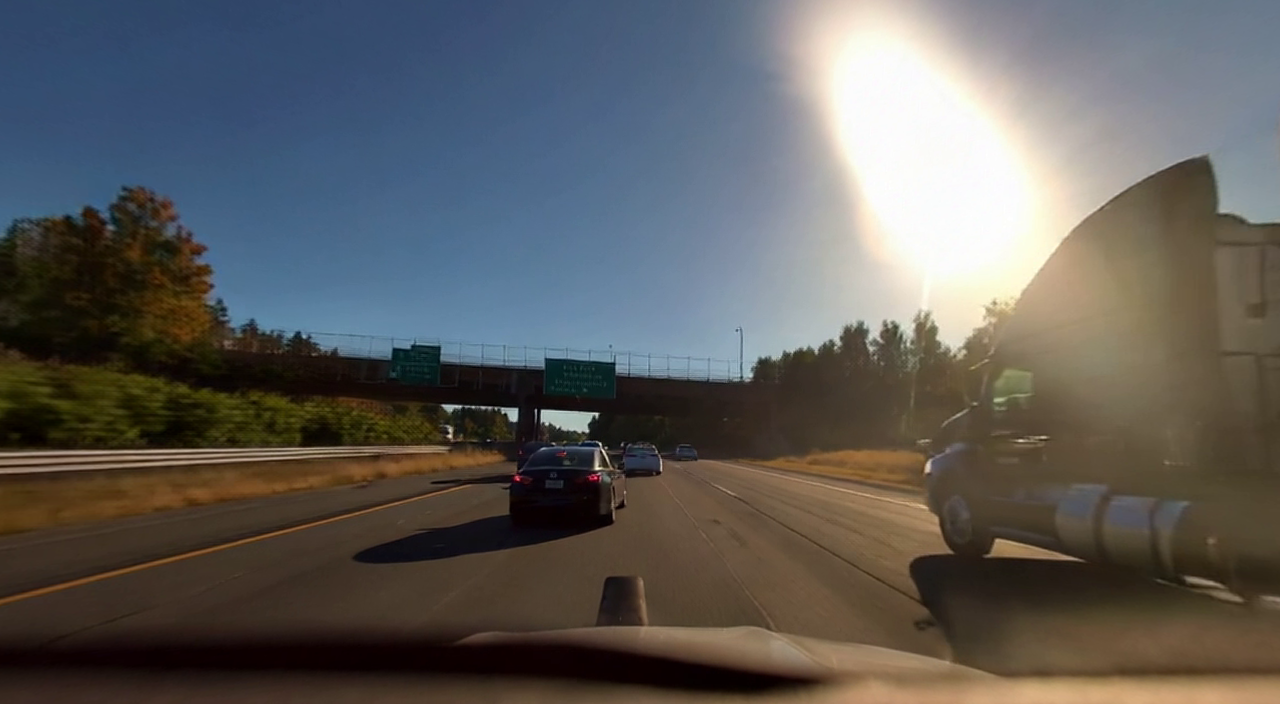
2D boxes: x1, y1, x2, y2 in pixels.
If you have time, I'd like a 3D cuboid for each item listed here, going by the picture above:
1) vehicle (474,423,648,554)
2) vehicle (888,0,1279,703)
[{"bbox_3d":[-0.950,1.974,9.648,2.038,1.582,3.729,-1,-9,2],"label":"vehicle"},{"bbox_3d":[4.875,0.054,5.375,2.982,4.187,6.008,0,-9,1],"label":"vehicle"}]
